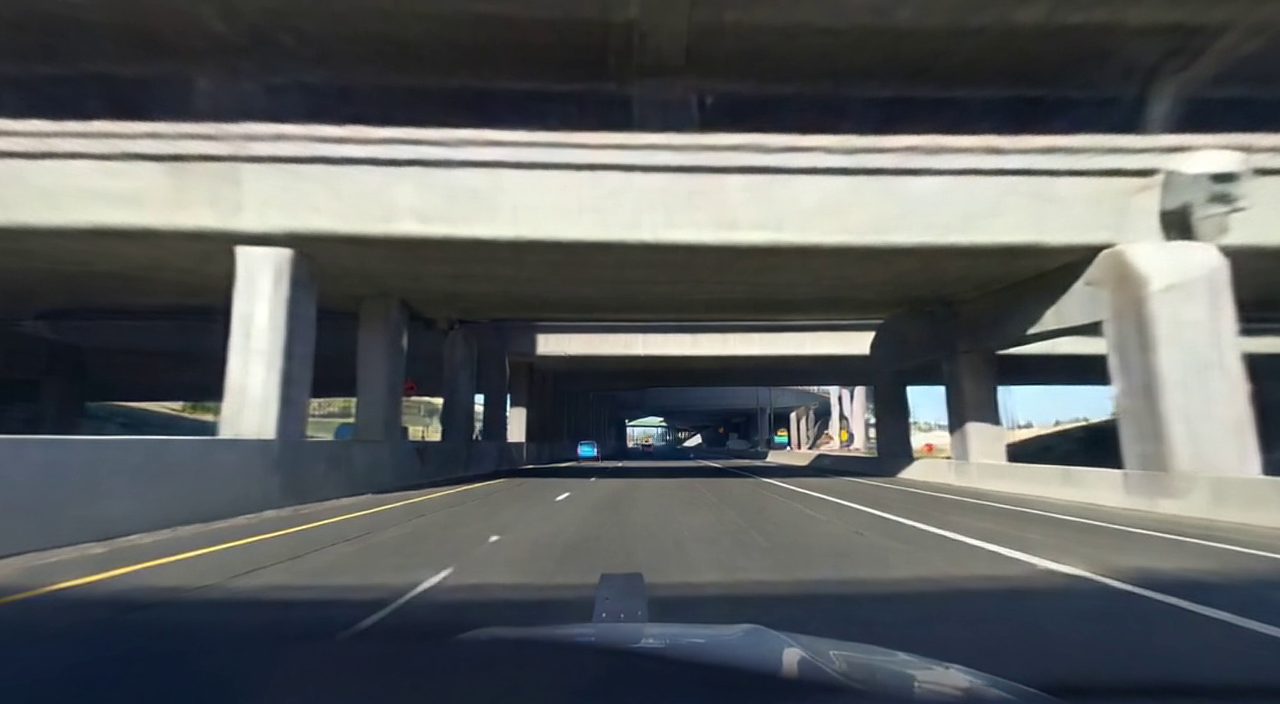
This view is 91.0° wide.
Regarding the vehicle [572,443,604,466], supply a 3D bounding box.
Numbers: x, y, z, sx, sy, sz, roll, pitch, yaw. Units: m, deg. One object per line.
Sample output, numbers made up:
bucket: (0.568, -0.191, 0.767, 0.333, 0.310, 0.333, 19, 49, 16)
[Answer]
vehicle: (-3.731, 7.407, 45.672, 1.954, 1.528, 4.010, 0, -9, 1)
